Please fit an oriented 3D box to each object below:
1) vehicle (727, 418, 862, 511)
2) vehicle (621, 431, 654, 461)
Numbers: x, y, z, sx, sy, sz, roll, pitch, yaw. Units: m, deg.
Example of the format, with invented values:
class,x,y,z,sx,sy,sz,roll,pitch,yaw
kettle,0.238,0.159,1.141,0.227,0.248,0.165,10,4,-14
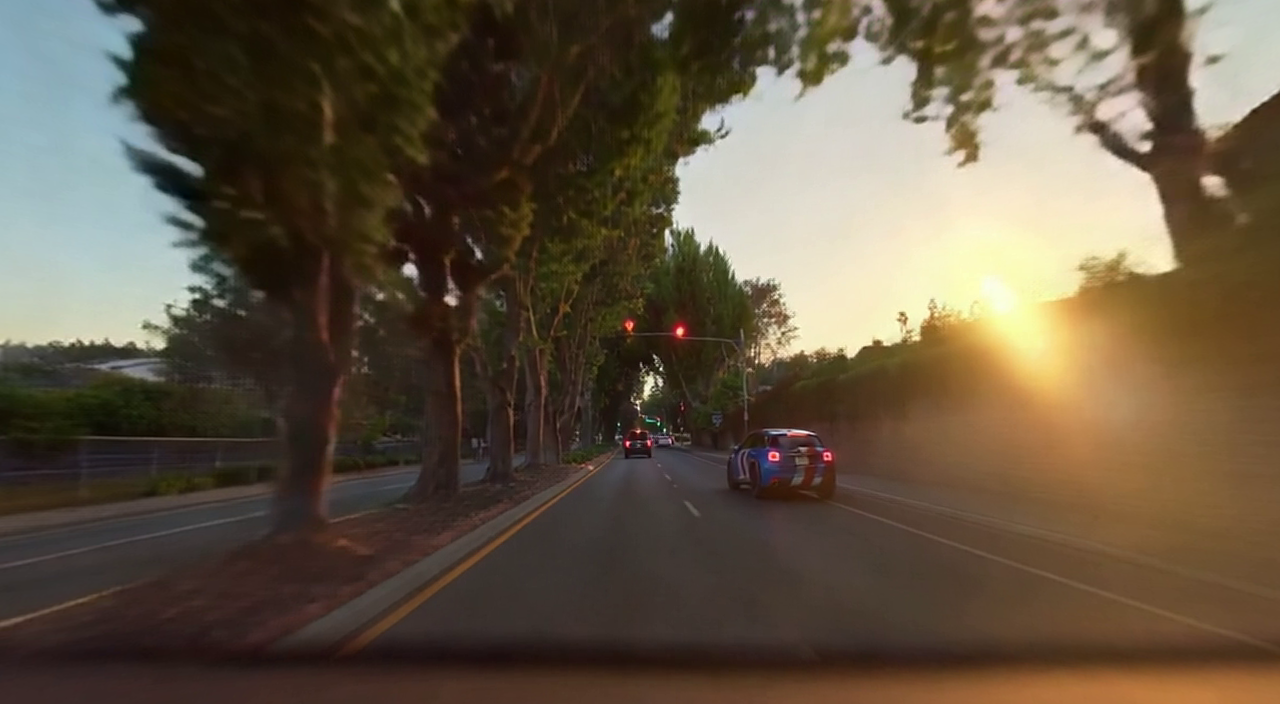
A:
class,x,y,z,sx,sy,sz,roll,pitch,yaw
vehicle,3.155,2.405,13.803,1.840,1.709,4.202,0,-9,-1
vehicle,-0.179,5.985,40.038,1.984,1.777,3.148,0,-9,-1
